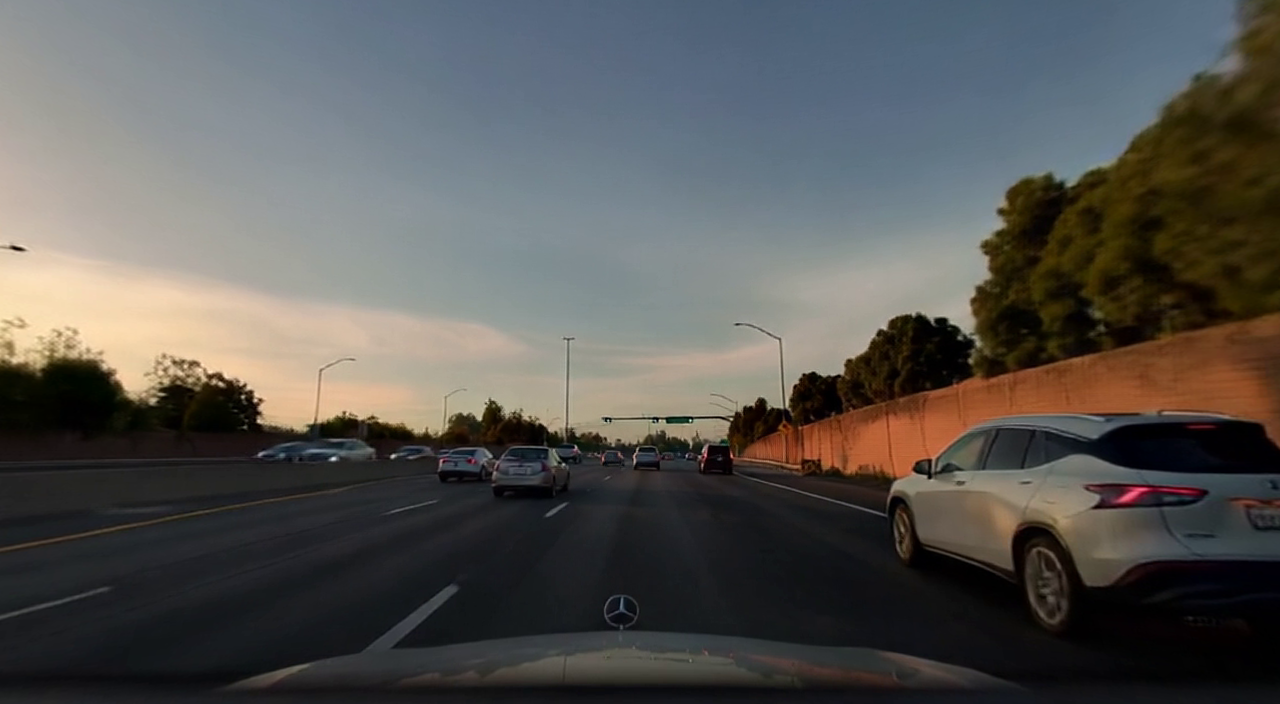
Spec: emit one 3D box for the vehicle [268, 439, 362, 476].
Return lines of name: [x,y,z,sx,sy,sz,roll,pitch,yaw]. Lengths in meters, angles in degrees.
vehicle: [-15.768,5.124,30.965,2.032,1.616,4.579,0,-8,2]

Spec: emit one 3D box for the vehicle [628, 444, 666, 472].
vehicle: [0.520,6.976,41.901,2.408,1.748,4.217,0,-8,3]

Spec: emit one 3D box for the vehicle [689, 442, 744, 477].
vehicle: [3.943,5.620,33.337,2.320,1.735,4.408,0,-8,0]

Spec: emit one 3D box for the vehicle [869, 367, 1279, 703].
vehicle: [3.729,1.250,5.053,2.029,1.716,4.545,0,-8,0]

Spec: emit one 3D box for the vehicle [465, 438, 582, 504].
vehicle: [-2.911,3.108,17.031,2.130,1.514,4.766,0,-8,1]
